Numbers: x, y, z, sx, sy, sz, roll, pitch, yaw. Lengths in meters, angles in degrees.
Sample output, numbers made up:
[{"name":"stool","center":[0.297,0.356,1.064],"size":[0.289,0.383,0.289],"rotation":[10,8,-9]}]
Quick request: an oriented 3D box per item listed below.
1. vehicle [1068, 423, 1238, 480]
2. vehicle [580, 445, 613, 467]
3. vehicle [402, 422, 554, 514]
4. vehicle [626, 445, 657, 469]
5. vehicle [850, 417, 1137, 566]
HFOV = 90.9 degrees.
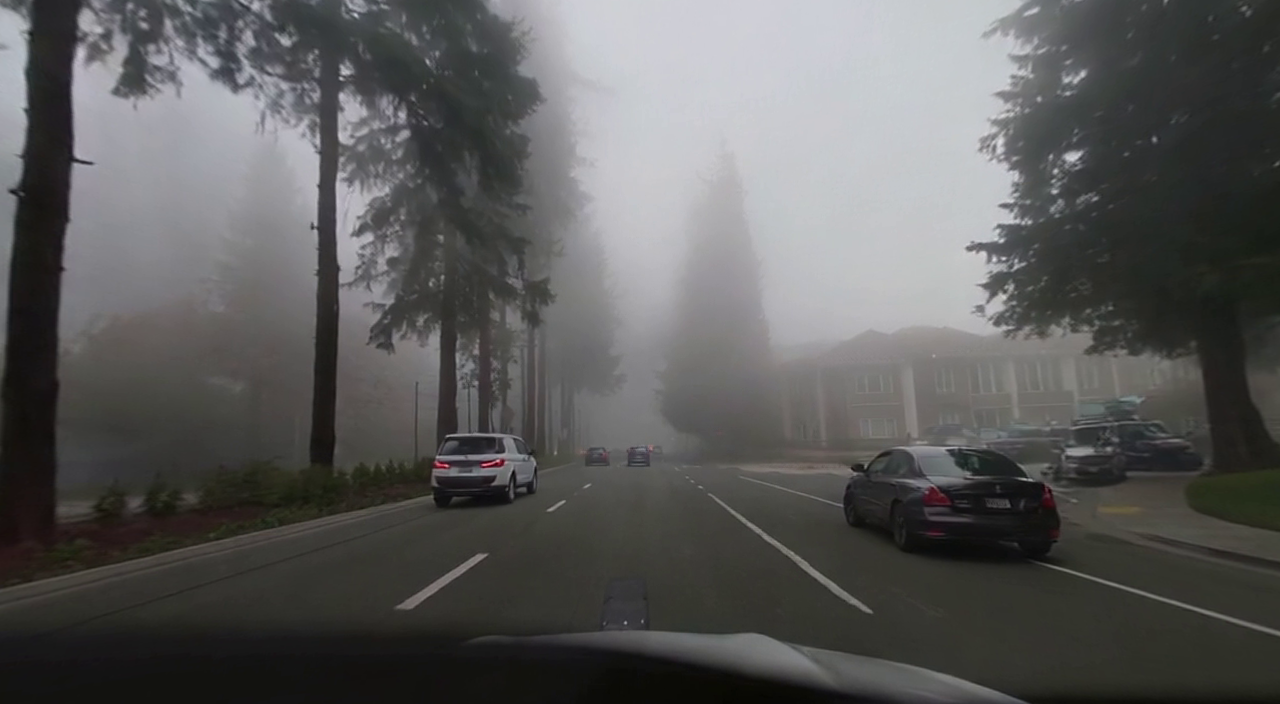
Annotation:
[{"name":"vehicle","center":[16.144,3.108,19.858],"size":[4.735,1.597,1.950],"rotation":[3,-9,-22]},{"name":"vehicle","center":[-3.267,7.891,48.129],"size":[2.091,1.548,4.604],"rotation":[0,-9,2]},{"name":"vehicle","center":[-3.591,2.700,15.143],"size":[2.216,1.828,4.886],"rotation":[0,-9,2]},{"name":"vehicle","center":[0.144,7.047,42.406],"size":[1.940,1.501,4.133],"rotation":[0,-9,1]},{"name":"vehicle","center":[4.563,1.839,9.082],"size":[1.969,1.593,4.293],"rotation":[-1,-9,6]}]
